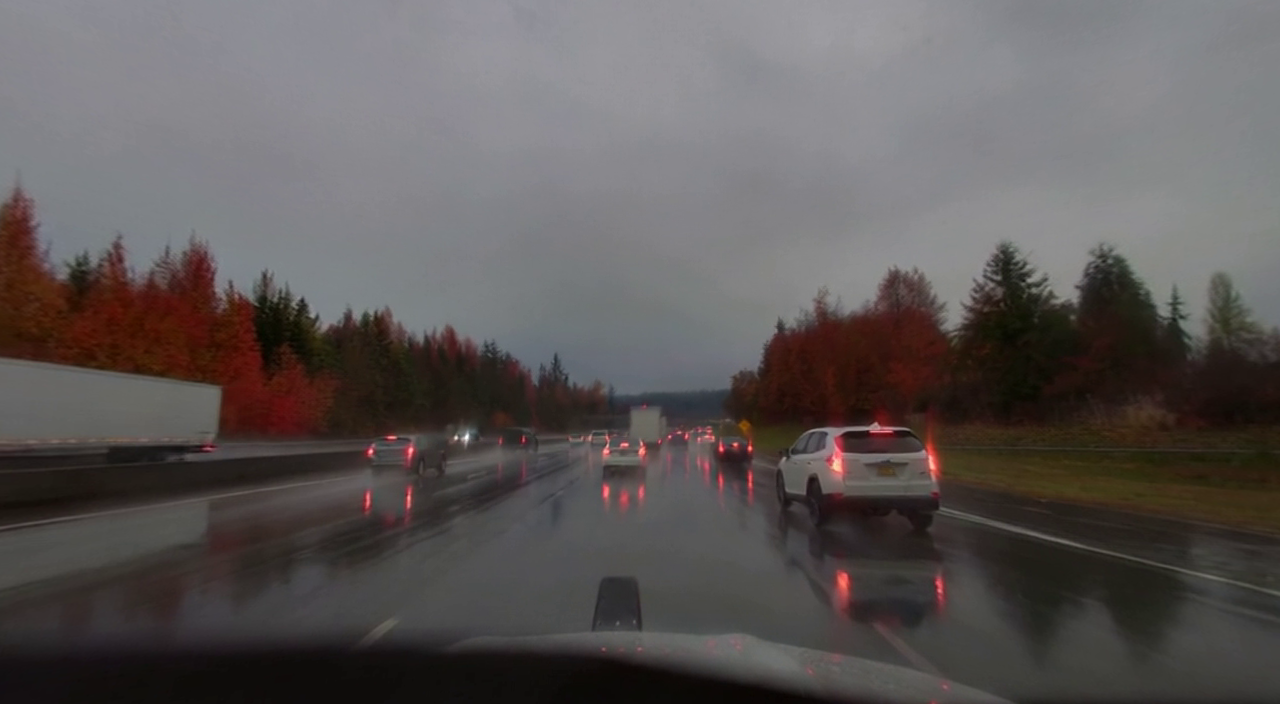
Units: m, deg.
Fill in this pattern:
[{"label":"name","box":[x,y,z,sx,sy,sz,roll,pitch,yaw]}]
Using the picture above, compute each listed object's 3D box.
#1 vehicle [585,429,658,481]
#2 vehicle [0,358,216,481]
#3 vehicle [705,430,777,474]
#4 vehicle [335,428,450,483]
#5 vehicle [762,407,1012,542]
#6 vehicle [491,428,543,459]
[{"label":"vehicle","box":[-0.575,3.274,20.414,2.111,1.494,4.364,0,-8,-1]},{"label":"vehicle","box":[-22.862,2.736,24.507,2.873,4.084,13.906,0,-8,1]},{"label":"vehicle","box":[3.742,3.767,24.088,1.972,1.516,4.514,0,-8,0]},{"label":"vehicle","box":[-7.576,3.195,19.724,1.934,1.526,3.966,0,-8,1]},{"label":"vehicle","box":[3.480,1.797,9.963,2.095,1.650,4.331,0,-8,-1]},{"label":"vehicle","box":[-7.414,5.561,38.413,2.117,1.779,4.745,0,-8,1]}]
